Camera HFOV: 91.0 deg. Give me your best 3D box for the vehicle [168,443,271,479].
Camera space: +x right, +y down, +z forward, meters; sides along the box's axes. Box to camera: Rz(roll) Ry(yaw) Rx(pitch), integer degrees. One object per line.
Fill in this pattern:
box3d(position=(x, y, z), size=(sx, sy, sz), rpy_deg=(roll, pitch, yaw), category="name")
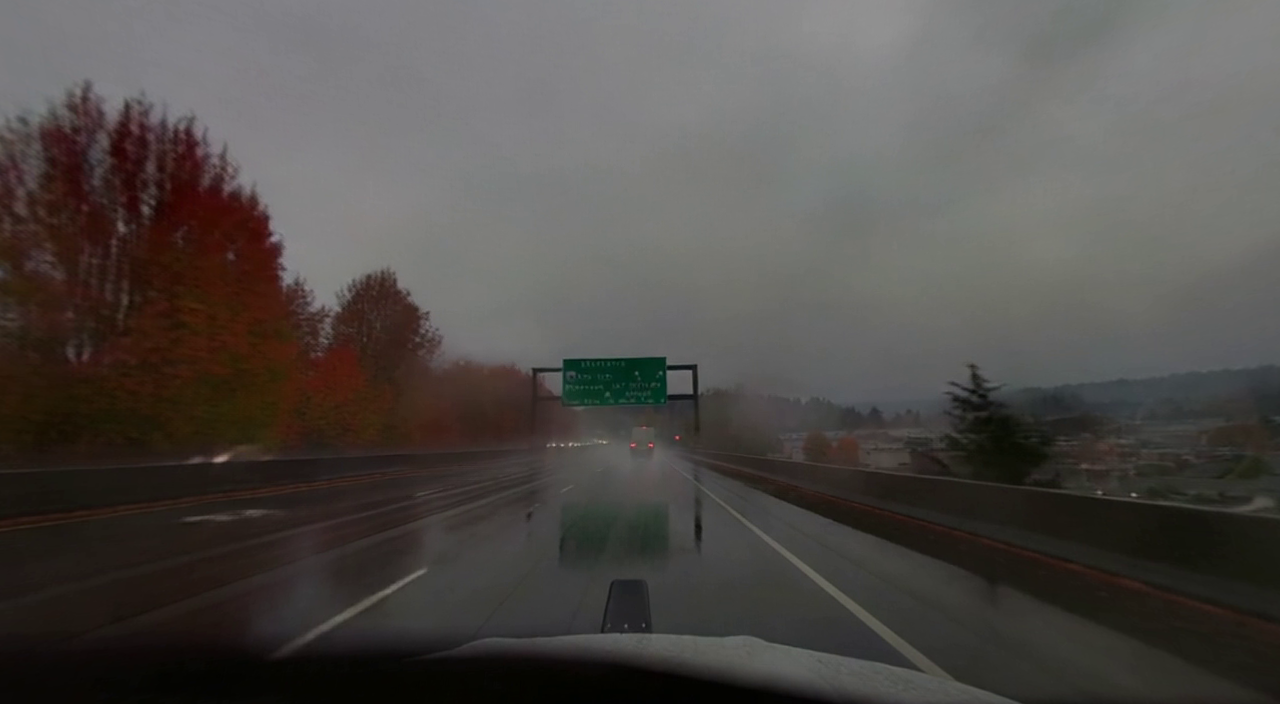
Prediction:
box3d(position=(-20.444, 5.288, 30.839), size=(1.932, 1.596, 4.588), rpy_deg=(0, -8, -1), category="vehicle")
